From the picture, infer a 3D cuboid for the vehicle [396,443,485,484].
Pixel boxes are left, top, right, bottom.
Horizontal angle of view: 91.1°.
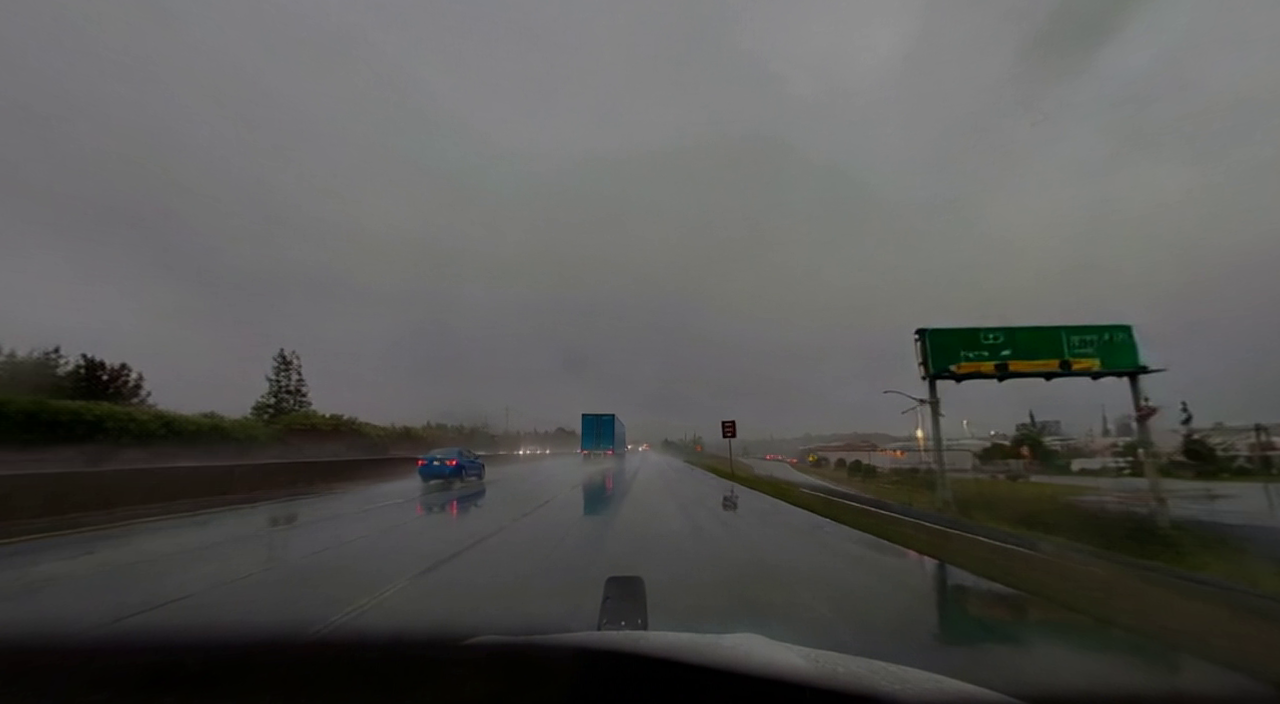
[{"bbox_3d":[-7.700,4.314,24.732,1.901,1.467,4.629,0,-8,1],"label":"vehicle"}]
